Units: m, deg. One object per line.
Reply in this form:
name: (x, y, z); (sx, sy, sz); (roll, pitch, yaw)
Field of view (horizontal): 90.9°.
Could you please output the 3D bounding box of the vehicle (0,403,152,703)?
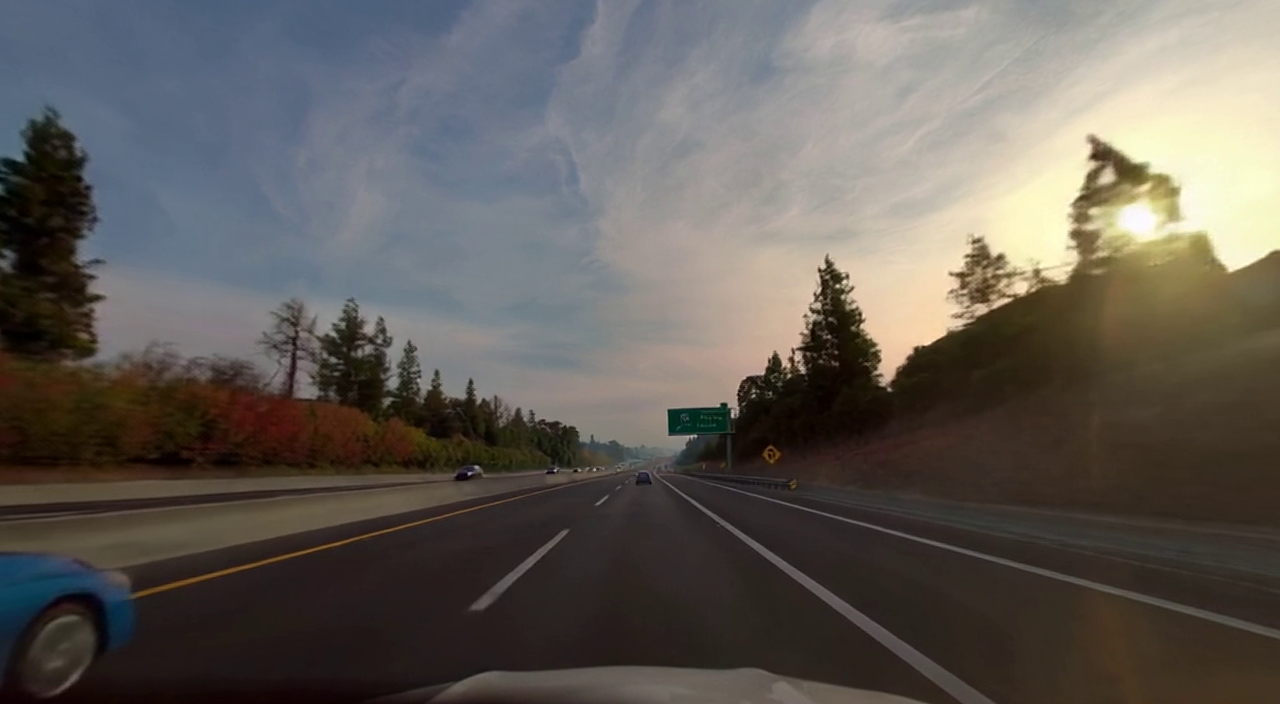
vehicle: (-3.842, 0.735, 1.484); (2.041, 1.508, 4.075); (1, -11, 0)
